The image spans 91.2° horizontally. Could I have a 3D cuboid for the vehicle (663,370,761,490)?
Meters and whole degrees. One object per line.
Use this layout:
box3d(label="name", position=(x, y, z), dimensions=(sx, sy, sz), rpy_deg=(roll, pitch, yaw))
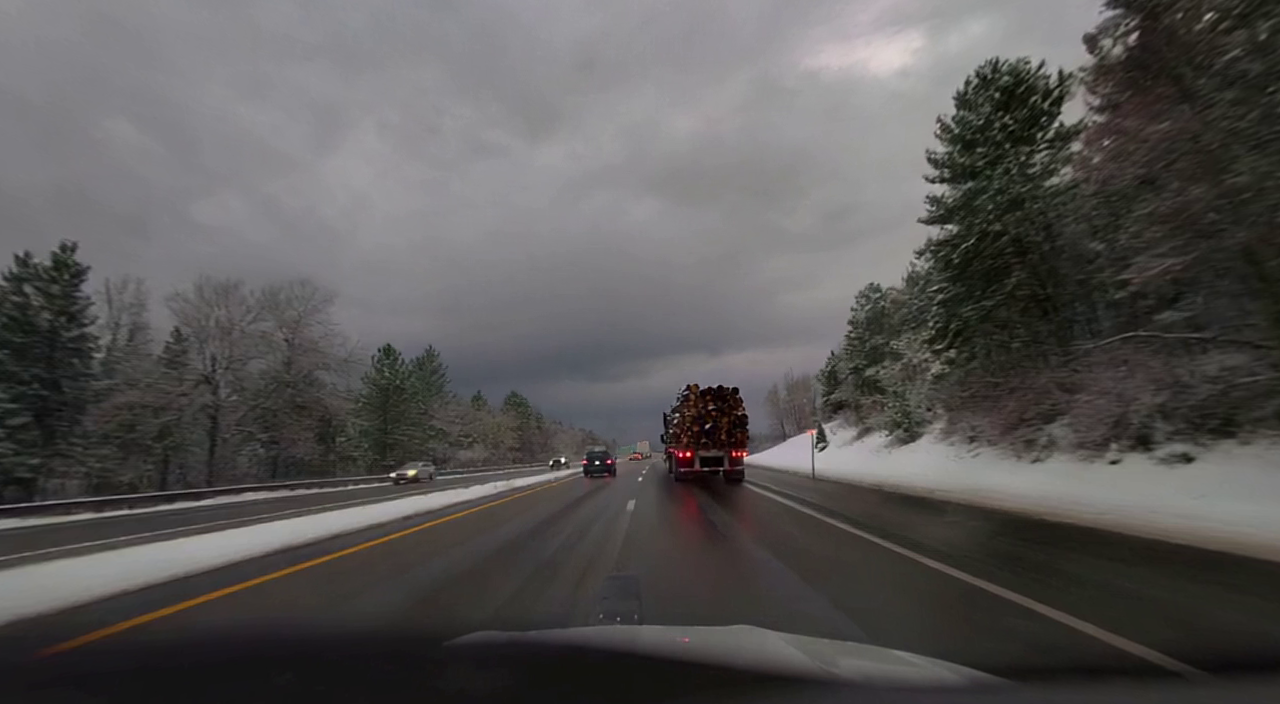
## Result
box3d(label="vehicle", position=(2.501, 3.217, 24.918), dimensions=(3.004, 3.923, 8.363), rpy_deg=(-1, -9, 1))

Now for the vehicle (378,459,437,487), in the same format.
box3d(label="vehicle", position=(-14.018, 7.334, 38.071), dimensions=(1.845, 1.502, 4.115), rpy_deg=(-1, -9, 2))

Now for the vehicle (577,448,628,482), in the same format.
box3d(label="vehicle", position=(-1.746, 5.457, 30.554), dimensions=(2.099, 1.506, 4.097), rpy_deg=(-1, -9, 2))
